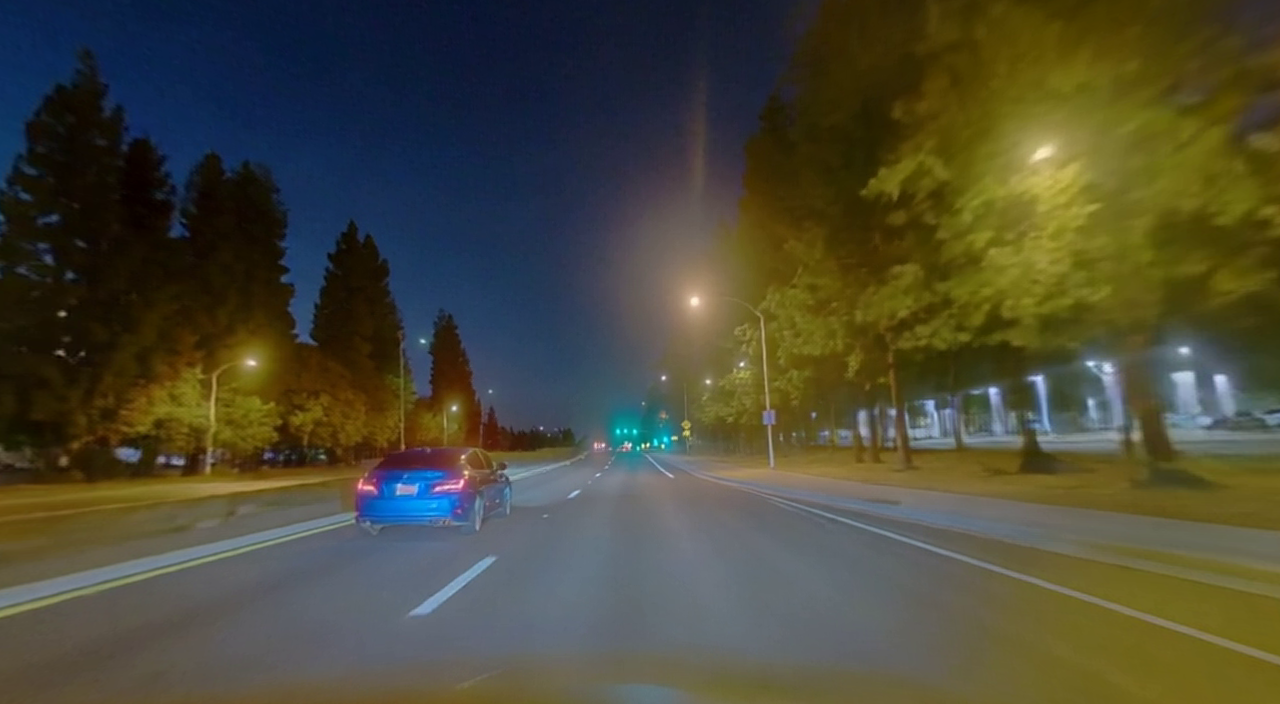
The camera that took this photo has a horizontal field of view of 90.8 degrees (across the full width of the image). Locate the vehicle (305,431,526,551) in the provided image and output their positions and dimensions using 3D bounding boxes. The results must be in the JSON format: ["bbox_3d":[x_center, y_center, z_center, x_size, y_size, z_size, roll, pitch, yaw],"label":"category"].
[{"bbox_3d":[-3.170,2.041,9.960,1.964,1.472,4.078,0,-8,0],"label":"vehicle"}]
